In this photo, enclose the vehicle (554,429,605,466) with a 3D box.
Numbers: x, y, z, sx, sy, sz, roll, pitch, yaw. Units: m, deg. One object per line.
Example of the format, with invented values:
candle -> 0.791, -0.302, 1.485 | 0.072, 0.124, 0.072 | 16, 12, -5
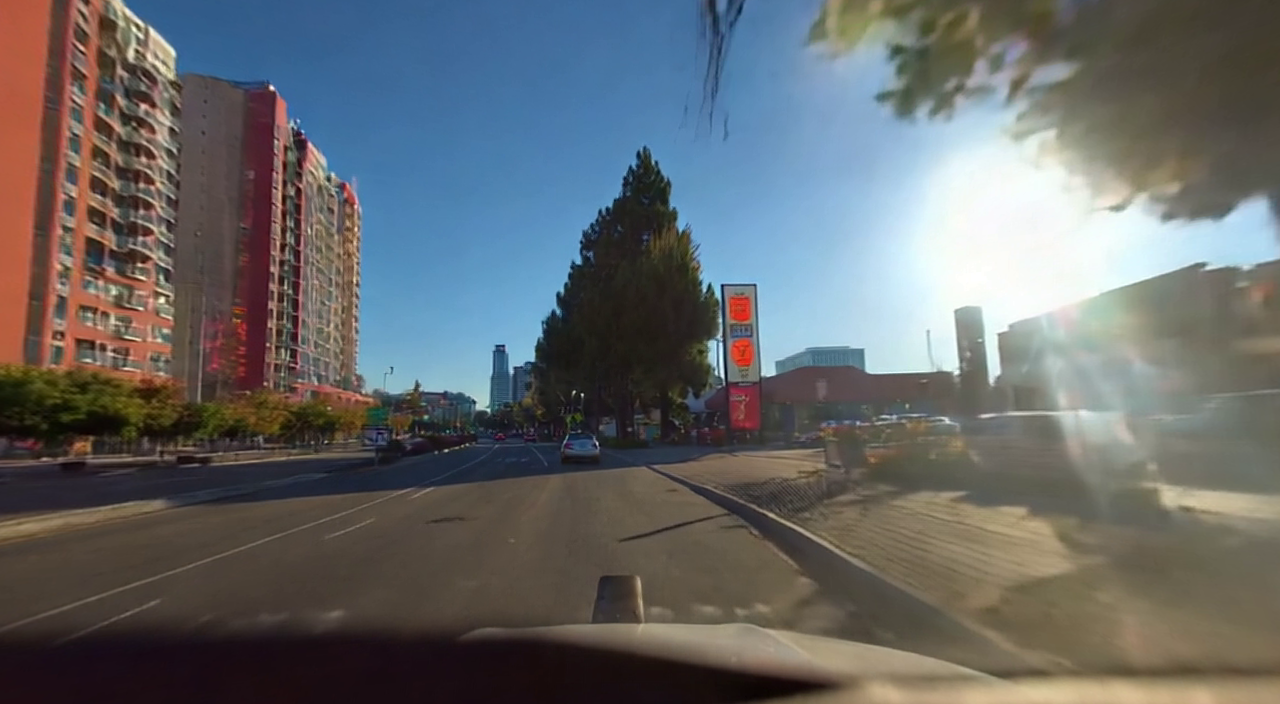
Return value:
vehicle -> -2.936, 4.485, 29.847 | 2.231, 1.572, 4.227 | 1, -8, -7
